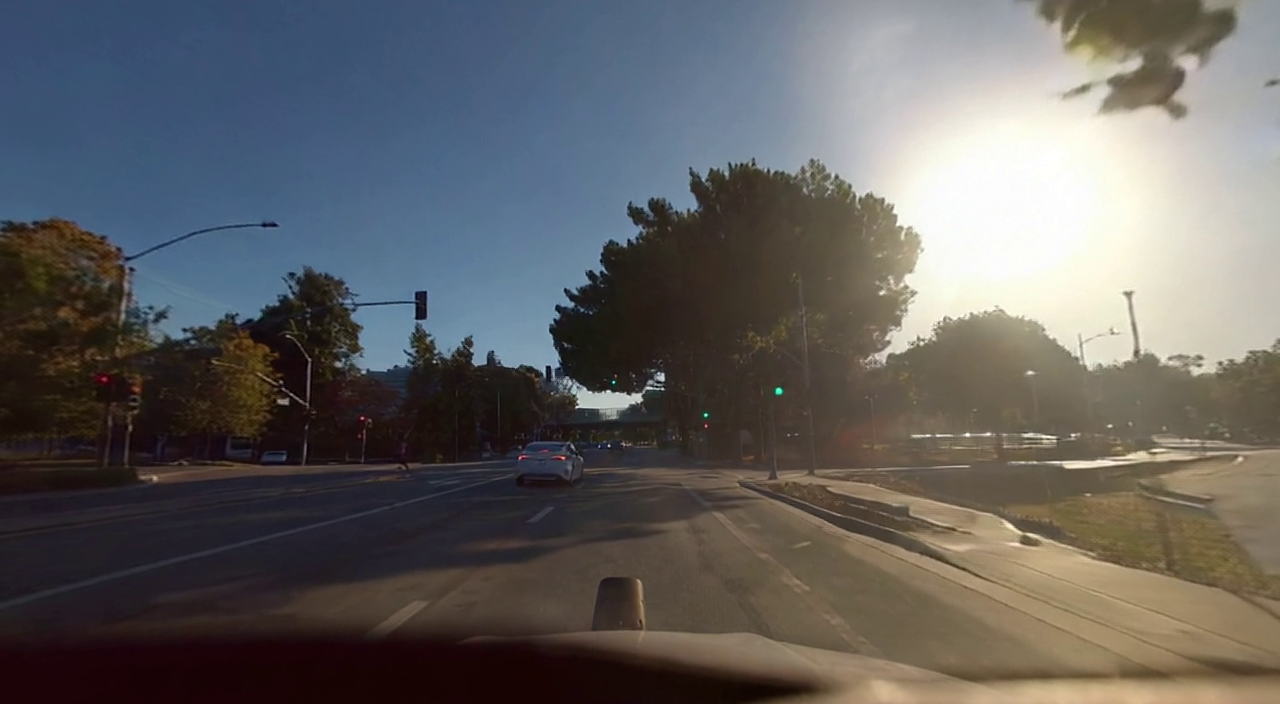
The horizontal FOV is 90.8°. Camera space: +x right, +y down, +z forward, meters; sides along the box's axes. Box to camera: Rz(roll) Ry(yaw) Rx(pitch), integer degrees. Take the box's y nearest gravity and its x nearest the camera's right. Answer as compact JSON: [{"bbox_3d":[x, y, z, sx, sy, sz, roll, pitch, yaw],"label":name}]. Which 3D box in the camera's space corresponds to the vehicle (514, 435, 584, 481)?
[{"bbox_3d":[-3.395,4.067,24.438,2.076,1.599,4.483,0,-9,0],"label":"vehicle"}]
